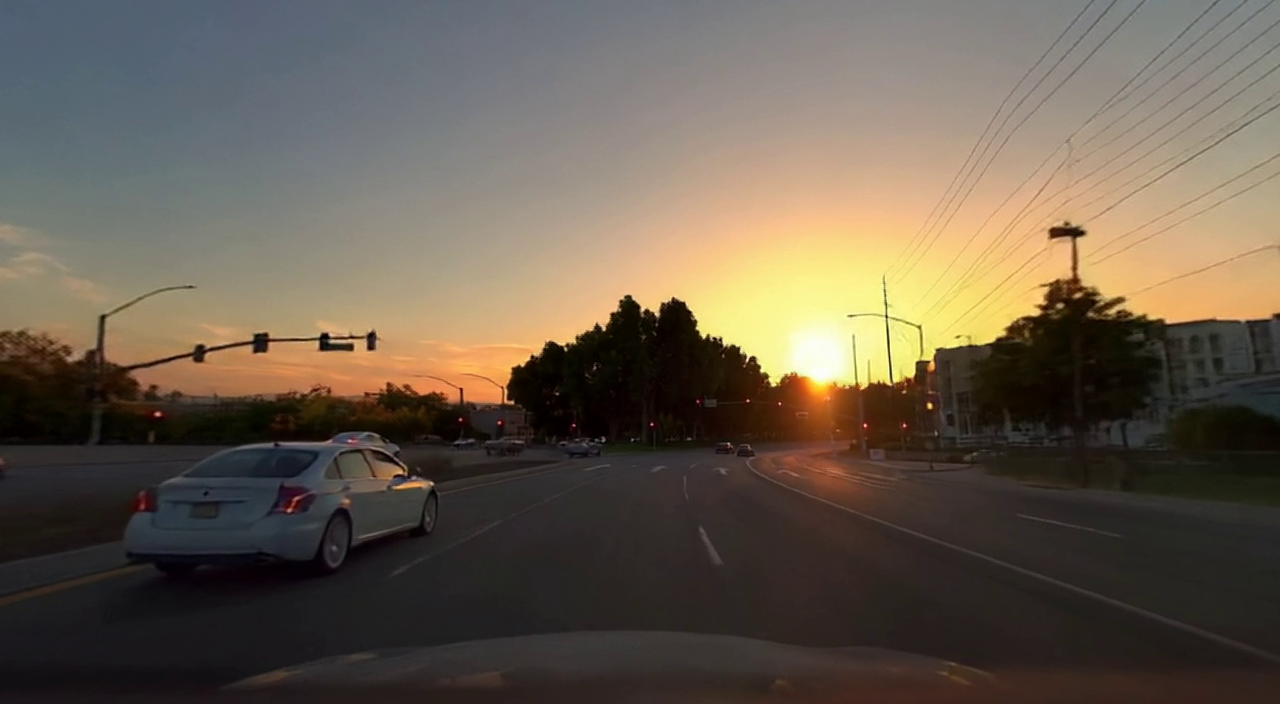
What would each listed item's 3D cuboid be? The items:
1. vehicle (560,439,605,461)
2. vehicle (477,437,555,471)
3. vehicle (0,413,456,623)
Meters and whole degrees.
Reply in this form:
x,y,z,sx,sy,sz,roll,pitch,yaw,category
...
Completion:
x,y,z,sx,sy,sz,roll,pitch,yaw,category
-3.993,6.911,44.620,2.016,1.501,4.903,-2,-9,9,vehicle
-5.835,4.893,30.469,2.080,1.495,5.242,-1,-9,8,vehicle
-3.594,1.493,6.642,1.934,1.463,4.220,0,-9,2,vehicle
